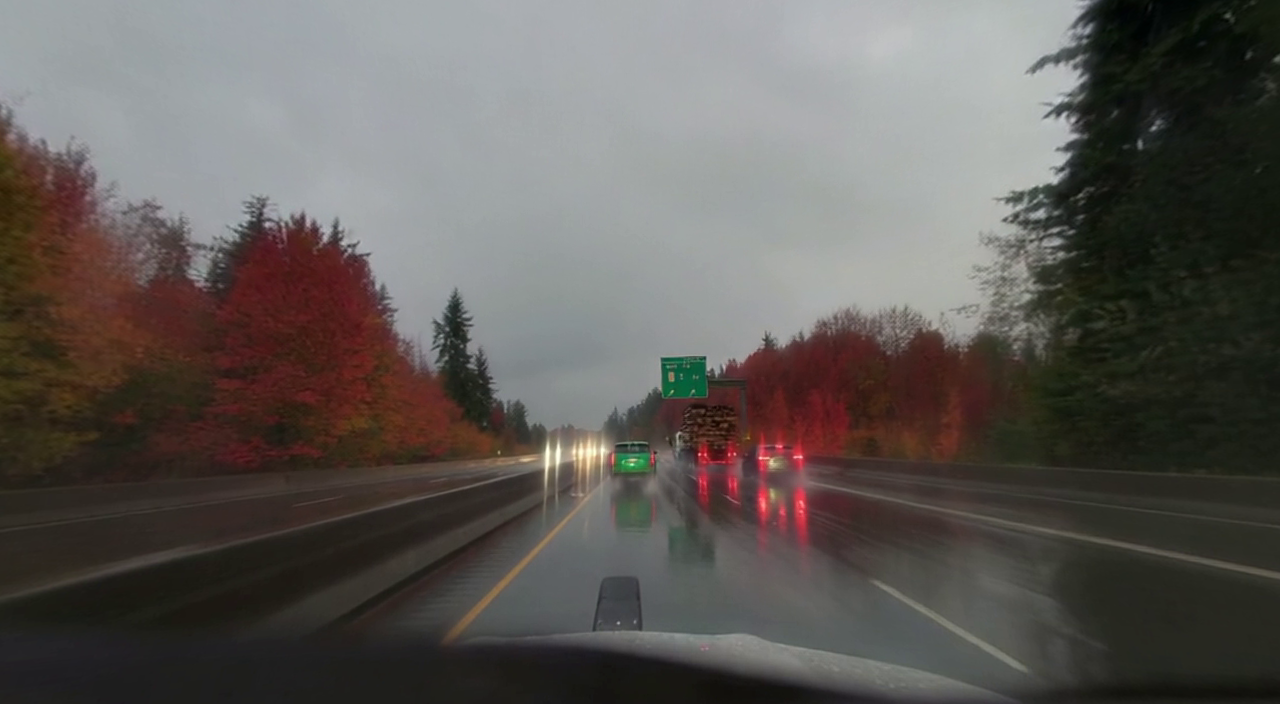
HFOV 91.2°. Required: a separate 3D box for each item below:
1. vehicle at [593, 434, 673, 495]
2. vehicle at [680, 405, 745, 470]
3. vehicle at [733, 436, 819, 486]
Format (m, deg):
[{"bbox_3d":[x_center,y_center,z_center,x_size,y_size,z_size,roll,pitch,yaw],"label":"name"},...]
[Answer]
[{"bbox_3d":[-0.193,3.492,19.800,2.263,1.699,3.936,-1,-9,0],"label":"vehicle"},{"bbox_3d":[4.661,5.792,42.190,3.125,3.895,8.461,0,-9,-1],"label":"vehicle"},{"bbox_3d":[4.899,4.009,23.319,2.057,1.660,4.525,0,-9,-2],"label":"vehicle"}]
